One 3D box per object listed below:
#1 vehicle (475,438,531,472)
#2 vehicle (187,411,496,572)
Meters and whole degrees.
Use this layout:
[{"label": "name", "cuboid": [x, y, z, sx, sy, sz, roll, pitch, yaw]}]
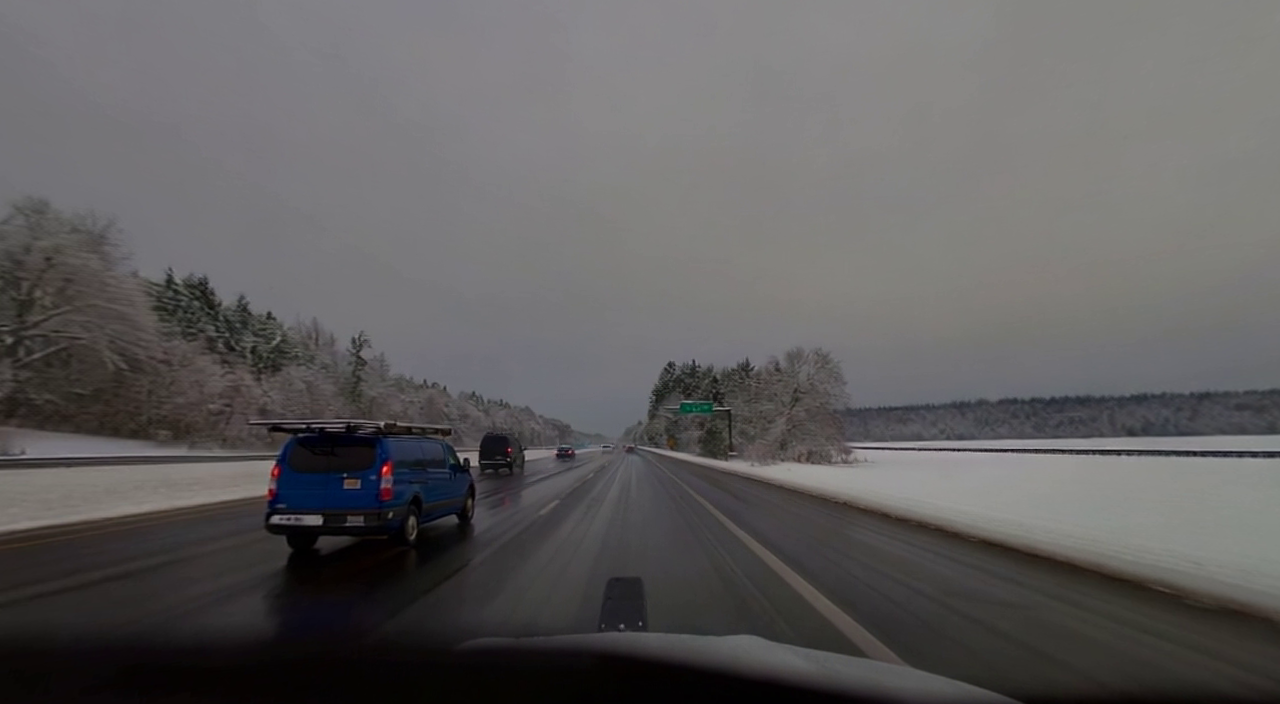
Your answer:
[{"label": "vehicle", "cuboid": [-7.562, 5.746, 35.250, 2.093, 1.752, 4.771, 0, -9, 0]}, {"label": "vehicle", "cuboid": [-3.701, 1.834, 9.118, 2.040, 1.679, 4.865, 0, -9, 0]}]
